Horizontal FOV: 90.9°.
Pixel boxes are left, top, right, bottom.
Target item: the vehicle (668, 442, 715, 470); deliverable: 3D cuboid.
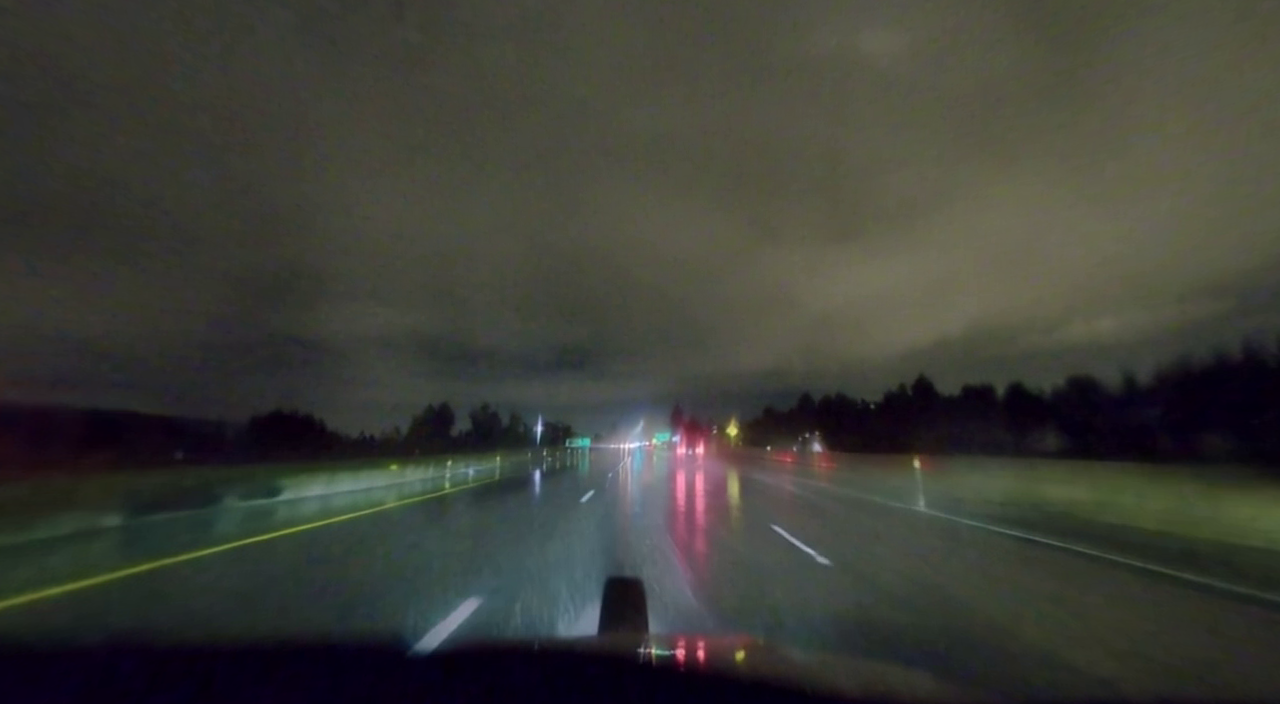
[{"bbox_3d":[2.840,5.827,35.546,2.193,1.462,4.533,0,-8,-1],"label":"vehicle"}]
